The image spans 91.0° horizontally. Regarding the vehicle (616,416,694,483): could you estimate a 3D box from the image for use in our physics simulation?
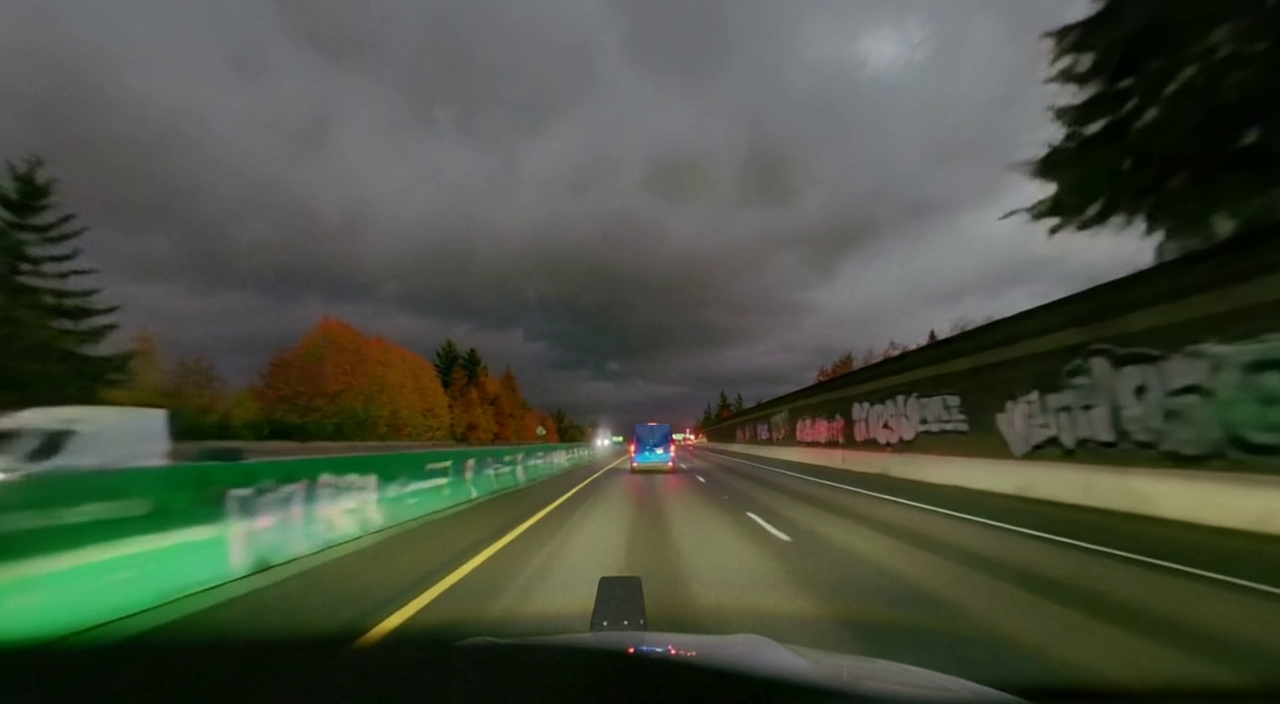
[{"bbox_3d":[0.436,3.194,20.835,2.283,1.956,4.421,0,-8,0],"label":"vehicle"}]

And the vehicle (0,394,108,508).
[{"bbox_3d":[-16.471,2.357,14.898,2.356,2.698,5.982,0,-8,1],"label":"vehicle"}]
